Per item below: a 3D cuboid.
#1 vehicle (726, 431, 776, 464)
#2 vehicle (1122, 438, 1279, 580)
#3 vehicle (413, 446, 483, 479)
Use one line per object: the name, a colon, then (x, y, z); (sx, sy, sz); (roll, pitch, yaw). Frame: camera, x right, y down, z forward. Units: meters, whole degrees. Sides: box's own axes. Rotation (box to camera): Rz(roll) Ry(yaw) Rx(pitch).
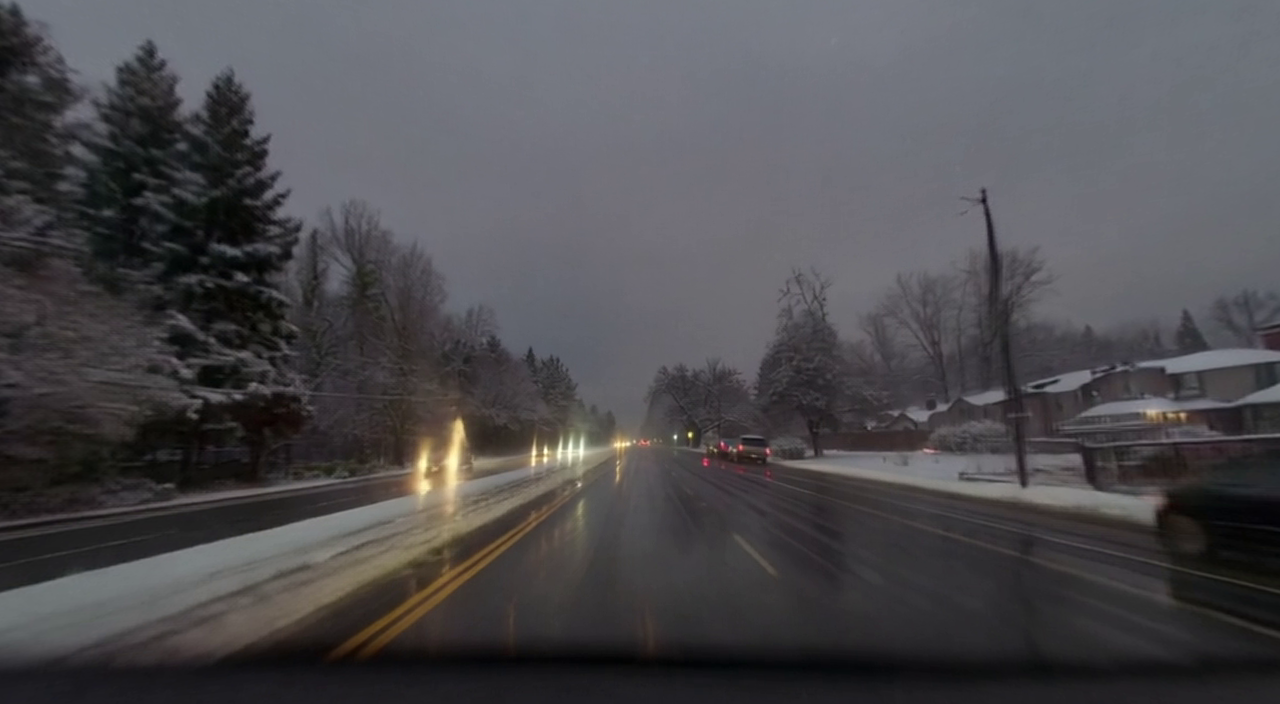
vehicle: (7.509, 6.544, 43.347); (2.278, 2.079, 5.861); (0, -8, -1)
vehicle: (7.617, 1.585, 6.284); (1.967, 1.449, 4.645); (0, -8, 0)
vehicle: (-9.635, 5.565, 32.160); (2.061, 1.490, 4.637); (0, -8, 1)
